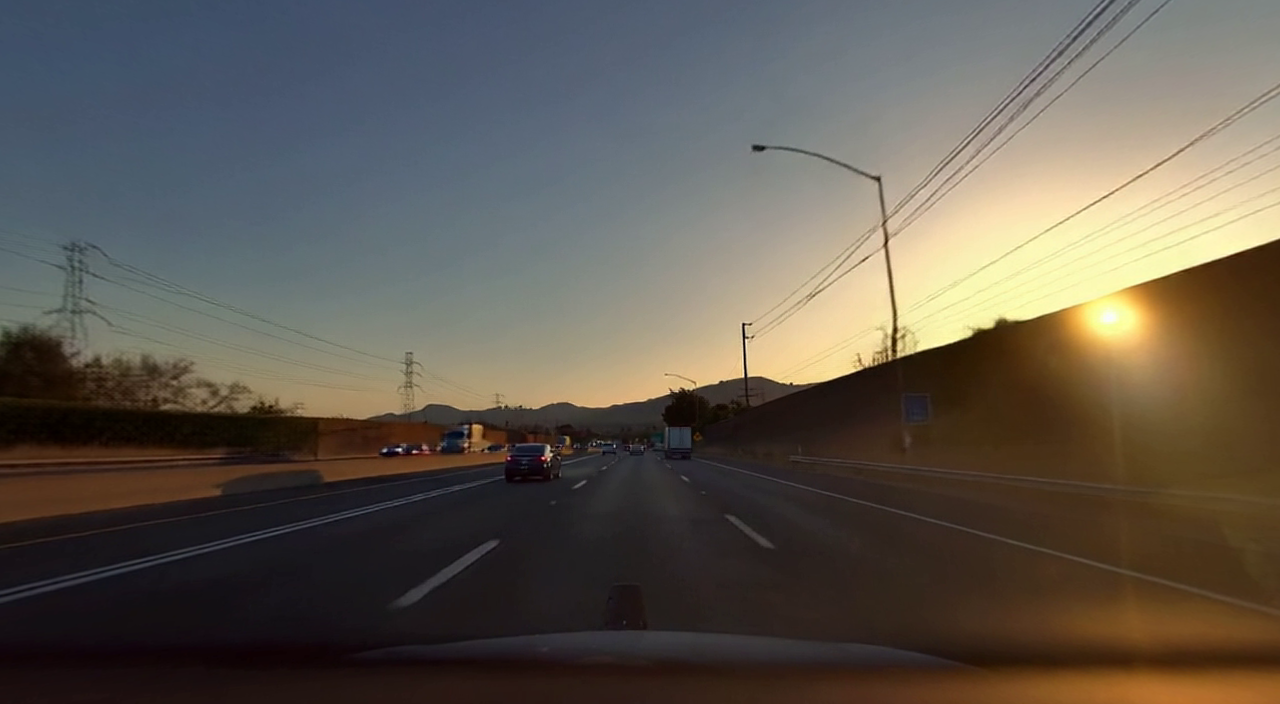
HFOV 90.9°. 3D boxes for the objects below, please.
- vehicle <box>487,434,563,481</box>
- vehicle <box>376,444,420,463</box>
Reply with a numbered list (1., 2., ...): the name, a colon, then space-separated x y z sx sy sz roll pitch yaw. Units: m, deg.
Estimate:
1. vehicle: -4.393 4.111 24.837 2.064 1.642 4.389 0 -8 1
2. vehicle: -19.105 8.011 49.906 1.784 1.465 4.274 0 -8 0
